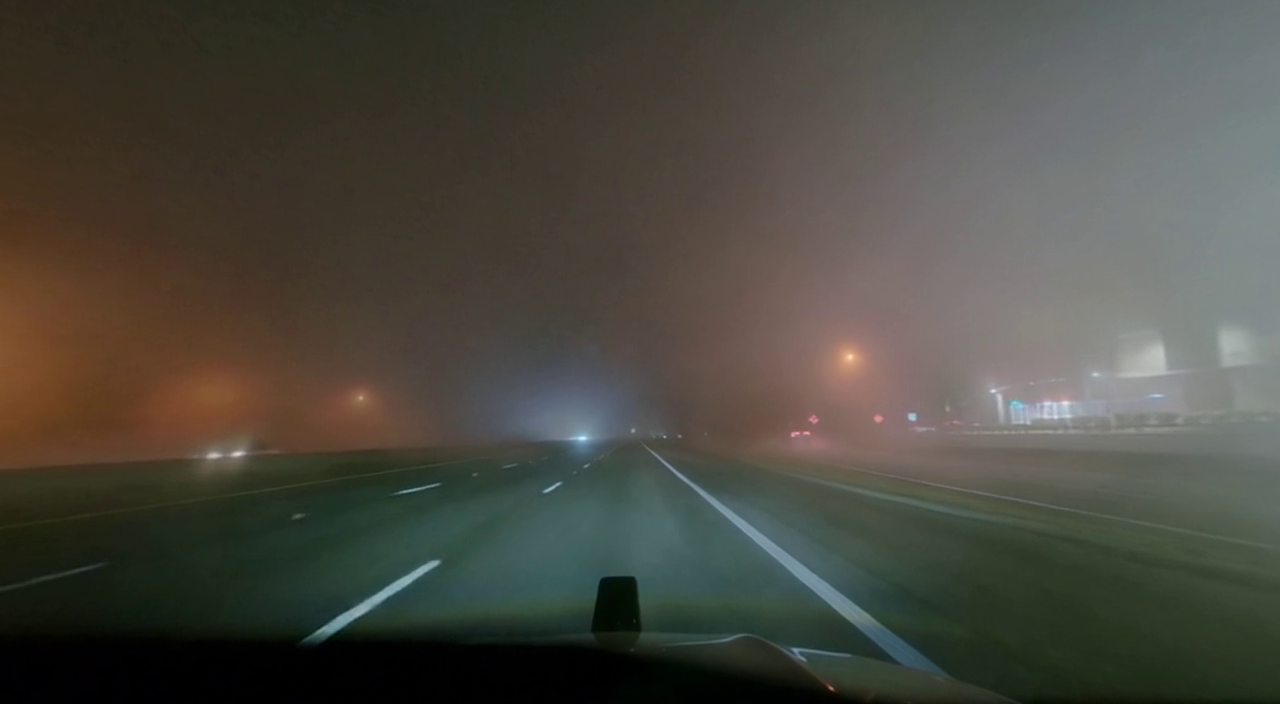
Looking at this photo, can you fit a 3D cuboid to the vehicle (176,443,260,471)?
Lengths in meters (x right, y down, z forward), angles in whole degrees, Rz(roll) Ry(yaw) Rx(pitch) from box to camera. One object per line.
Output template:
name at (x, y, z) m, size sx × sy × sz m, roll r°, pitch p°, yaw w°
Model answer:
vehicle at (-24.631, 6.116, 36.922) m, size 1.868 × 1.503 × 4.441 m, roll 0°, pitch -8°, yaw 0°
